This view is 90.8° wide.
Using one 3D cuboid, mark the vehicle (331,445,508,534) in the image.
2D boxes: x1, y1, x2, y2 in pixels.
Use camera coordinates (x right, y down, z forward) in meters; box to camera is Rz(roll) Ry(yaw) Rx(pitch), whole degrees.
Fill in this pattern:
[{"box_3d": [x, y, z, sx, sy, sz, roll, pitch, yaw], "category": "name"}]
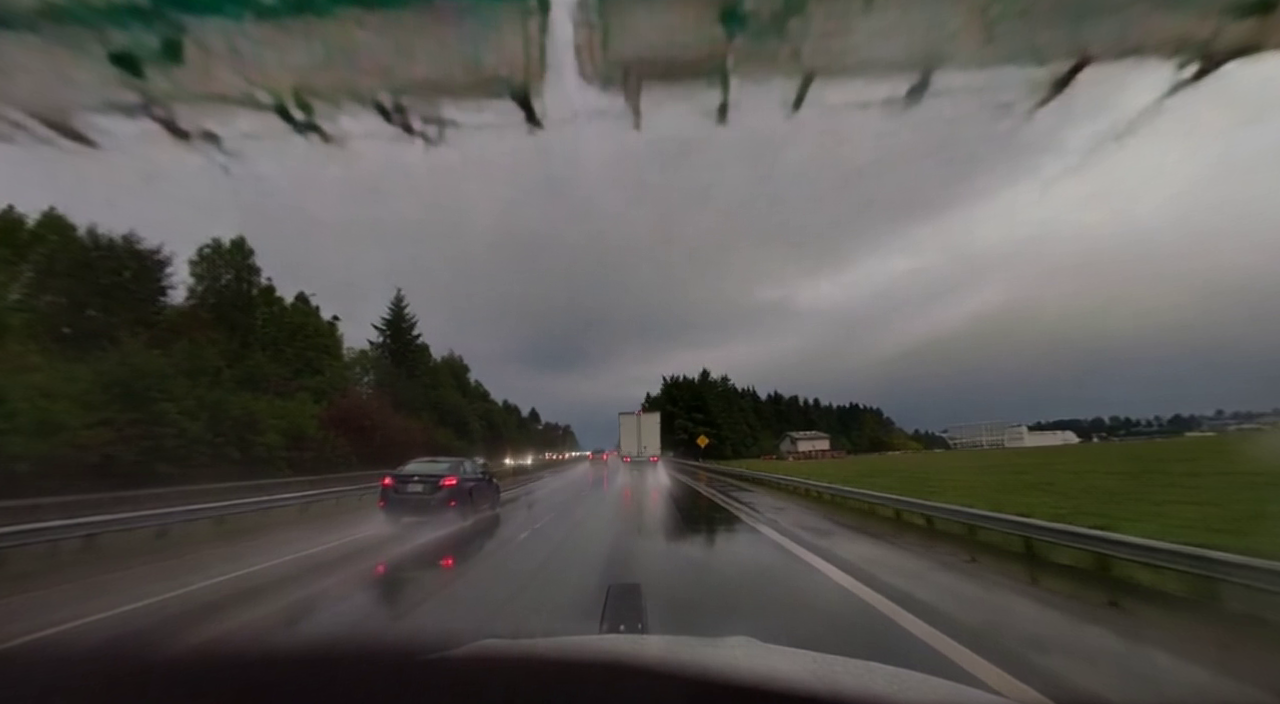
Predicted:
[{"box_3d": [-4.088, 2.609, 12.583, 1.968, 1.460, 4.227, 0, -9, 1], "category": "vehicle"}]
